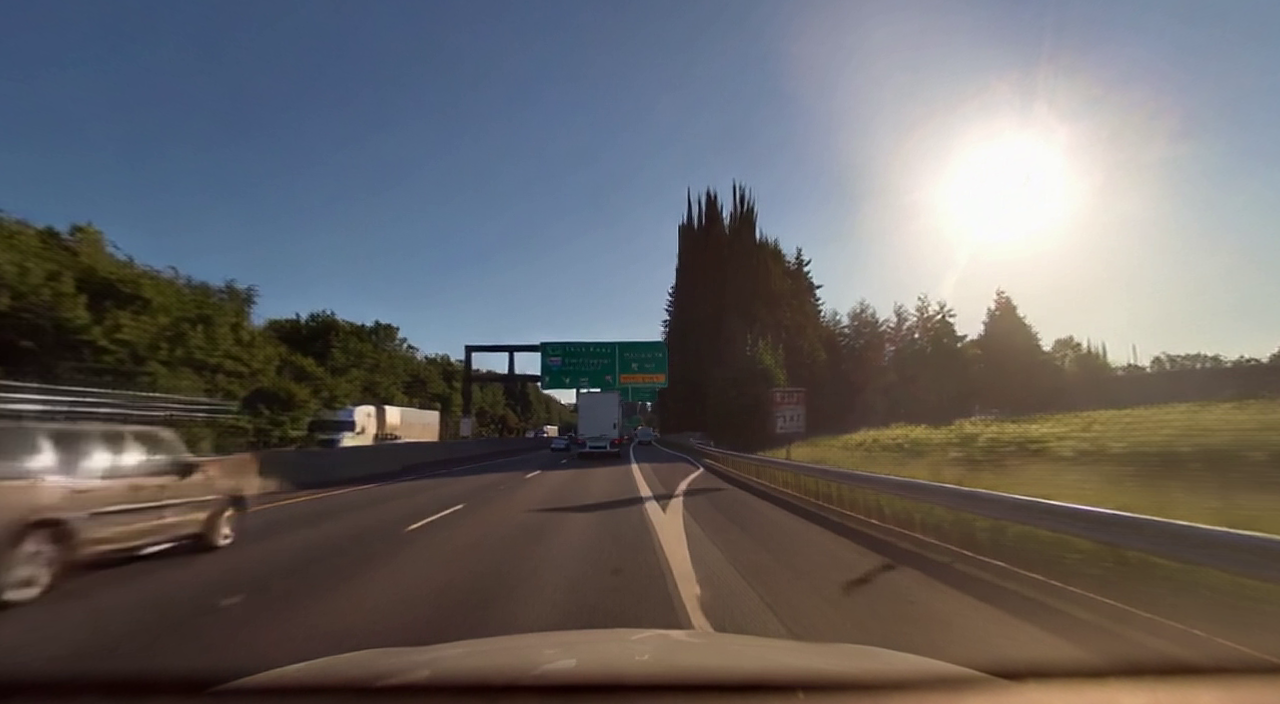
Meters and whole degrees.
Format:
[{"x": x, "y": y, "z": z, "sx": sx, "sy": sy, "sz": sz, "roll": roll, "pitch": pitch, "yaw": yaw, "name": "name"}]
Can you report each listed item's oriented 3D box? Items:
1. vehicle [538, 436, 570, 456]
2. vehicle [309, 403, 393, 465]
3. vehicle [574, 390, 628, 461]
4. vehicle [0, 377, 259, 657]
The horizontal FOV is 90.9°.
[{"x": -6.586, "y": 7.181, "z": 48.421, "sx": 1.931, "sy": 1.479, "sz": 4.083, "roll": 0, "pitch": -8, "yaw": -1, "name": "vehicle"}, {"x": -19.535, "y": 5.599, "z": 43.033, "sx": 2.953, "sy": 3.896, "sz": 5.885, "roll": 0, "pitch": -8, "yaw": -1, "name": "vehicle"}, {"x": -2.187, "y": 4.463, "z": 37.594, "sx": 2.855, "sy": 3.741, "sz": 8.587, "roll": 0, "pitch": -8, "yaw": -2, "name": "vehicle"}, {"x": -4.855, "y": 1.042, "z": 4.166, "sx": 2.068, "sy": 1.647, "sz": 4.321, "roll": 0, "pitch": -8, "yaw": -2, "name": "vehicle"}]
